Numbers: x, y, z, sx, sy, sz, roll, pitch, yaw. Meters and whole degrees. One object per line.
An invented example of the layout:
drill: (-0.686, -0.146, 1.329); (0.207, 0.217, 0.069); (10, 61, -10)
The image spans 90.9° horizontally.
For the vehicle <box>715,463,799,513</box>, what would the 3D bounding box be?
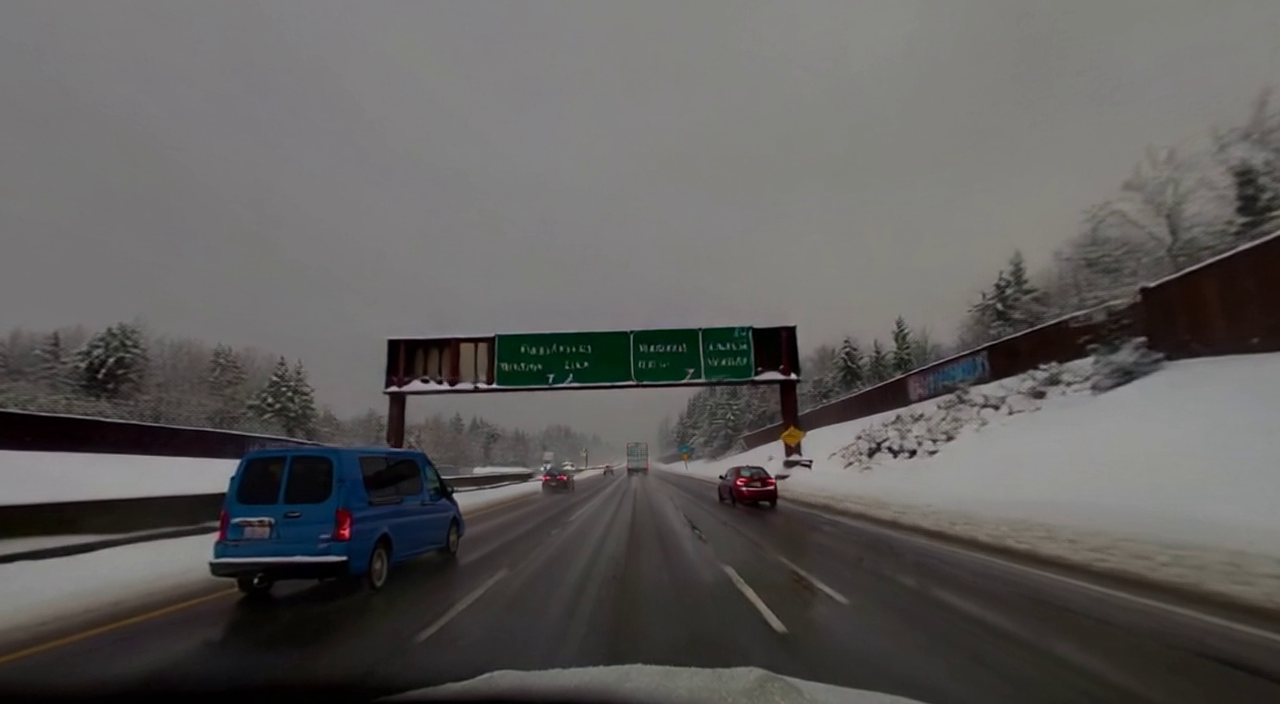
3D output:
vehicle: (3.768, 4.469, 21.063); (1.917, 1.458, 4.199); (1, -10, -2)

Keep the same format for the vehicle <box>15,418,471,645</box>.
vehicle: (-3.484, 1.708, 6.883); (2.004, 1.610, 4.508); (1, -10, 0)

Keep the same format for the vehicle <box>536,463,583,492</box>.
vehicle: (-4.330, 6.828, 34.480); (2.054, 1.443, 4.131); (1, -10, -1)
